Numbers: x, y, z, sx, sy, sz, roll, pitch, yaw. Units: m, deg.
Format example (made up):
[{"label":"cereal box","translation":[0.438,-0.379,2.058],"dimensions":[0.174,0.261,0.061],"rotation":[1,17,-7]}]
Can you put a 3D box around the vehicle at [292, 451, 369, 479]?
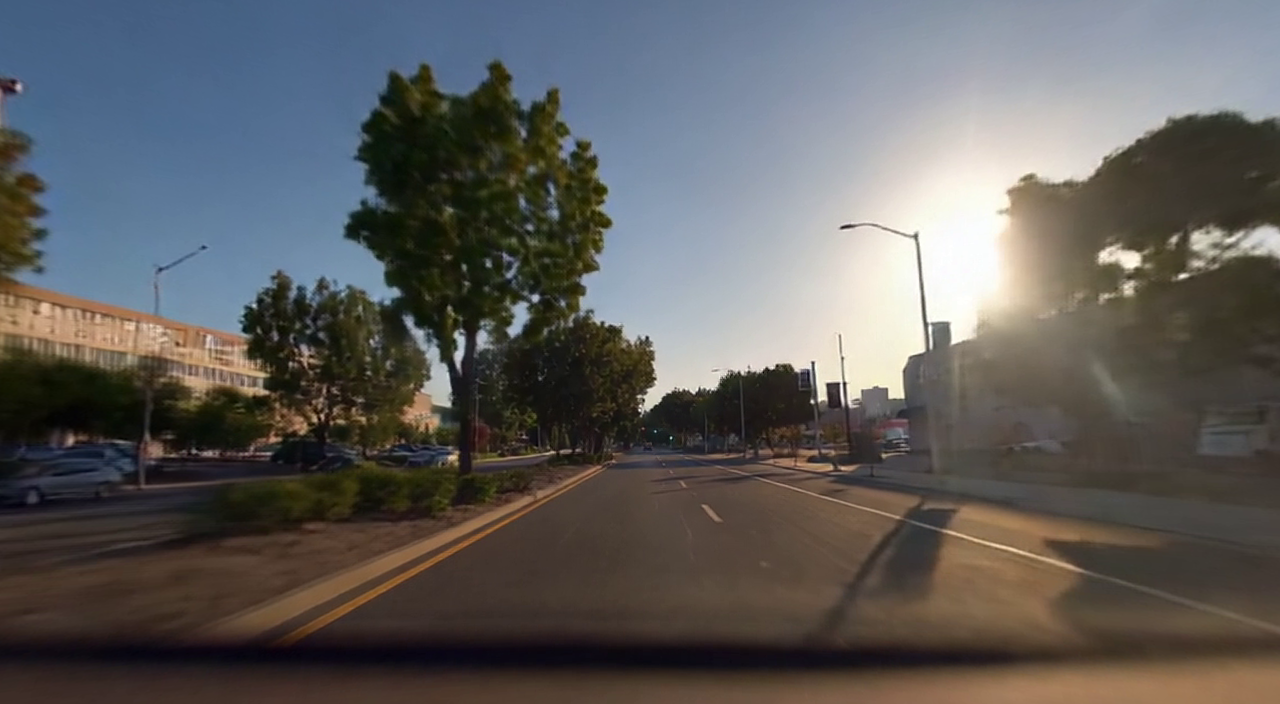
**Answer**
[{"label":"vehicle","translation":[-18.806,6.867,38.441],"dimensions":[2.121,1.567,5.042],"rotation":[0,-9,0]}]

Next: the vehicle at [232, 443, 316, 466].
[{"label":"vehicle","translation":[-26.413,7.415,45.470],"dimensions":[4.727,1.611,1.960],"rotation":[1,-9,-7]}]

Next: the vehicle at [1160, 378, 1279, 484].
[{"label":"vehicle","translation":[21.652,2.629,20.603],"dimensions":[2.977,3.311,6.892],"rotation":[0,-9,-1]}]

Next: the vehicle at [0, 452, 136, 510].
[{"label":"vehicle","translation":[-19.171,4.024,20.032],"dimensions":[2.071,1.595,4.822],"rotation":[0,-9,1]}]
